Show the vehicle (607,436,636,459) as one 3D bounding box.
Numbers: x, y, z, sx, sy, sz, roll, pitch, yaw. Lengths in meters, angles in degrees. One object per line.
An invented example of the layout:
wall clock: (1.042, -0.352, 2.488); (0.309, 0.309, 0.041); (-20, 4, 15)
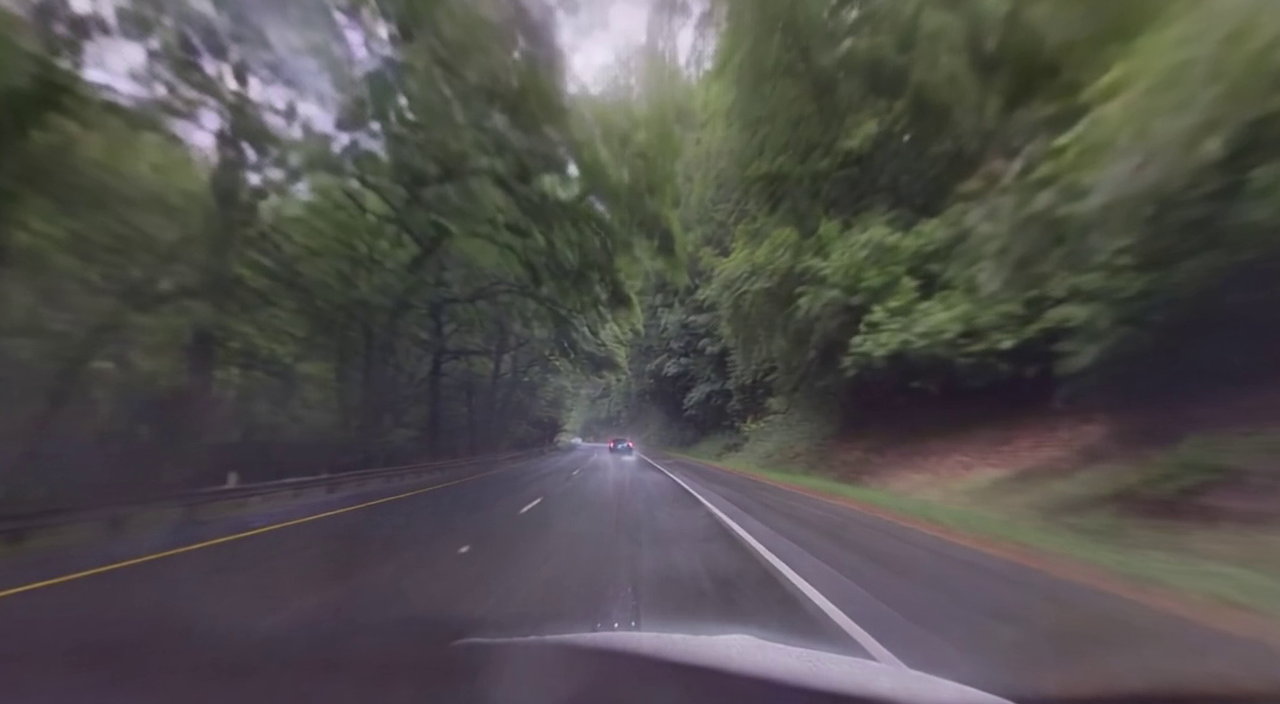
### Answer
vehicle: (-1.397, 6.881, 45.461); (2.004, 1.515, 3.968); (0, -8, -3)
